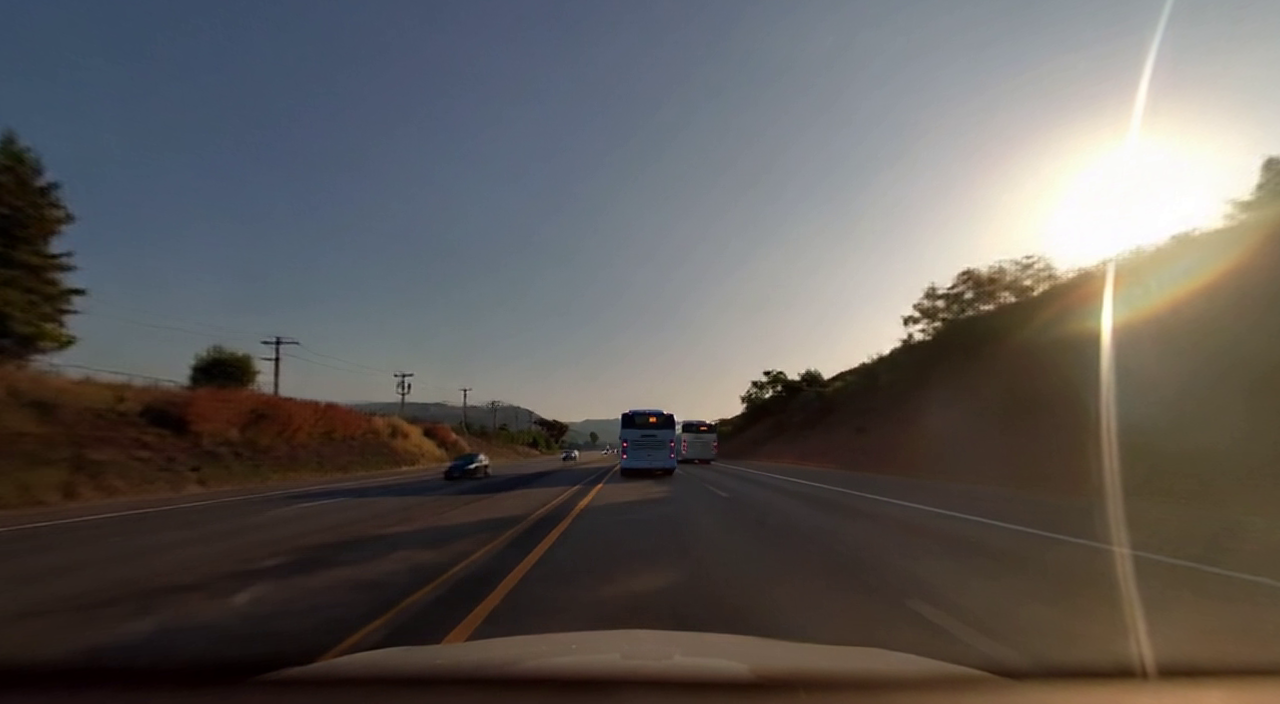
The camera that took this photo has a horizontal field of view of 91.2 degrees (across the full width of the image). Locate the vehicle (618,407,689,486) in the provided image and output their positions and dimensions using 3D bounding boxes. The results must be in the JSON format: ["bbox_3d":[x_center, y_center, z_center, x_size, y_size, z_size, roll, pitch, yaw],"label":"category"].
[{"bbox_3d":[0.402,3.697,24.484,2.414,2.675,5.574,0,-9,-1],"label":"vehicle"}]

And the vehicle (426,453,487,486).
[{"bbox_3d":[-9.464,6.086,32.695,1.878,1.504,4.116,-1,-9,1],"label":"vehicle"}]
